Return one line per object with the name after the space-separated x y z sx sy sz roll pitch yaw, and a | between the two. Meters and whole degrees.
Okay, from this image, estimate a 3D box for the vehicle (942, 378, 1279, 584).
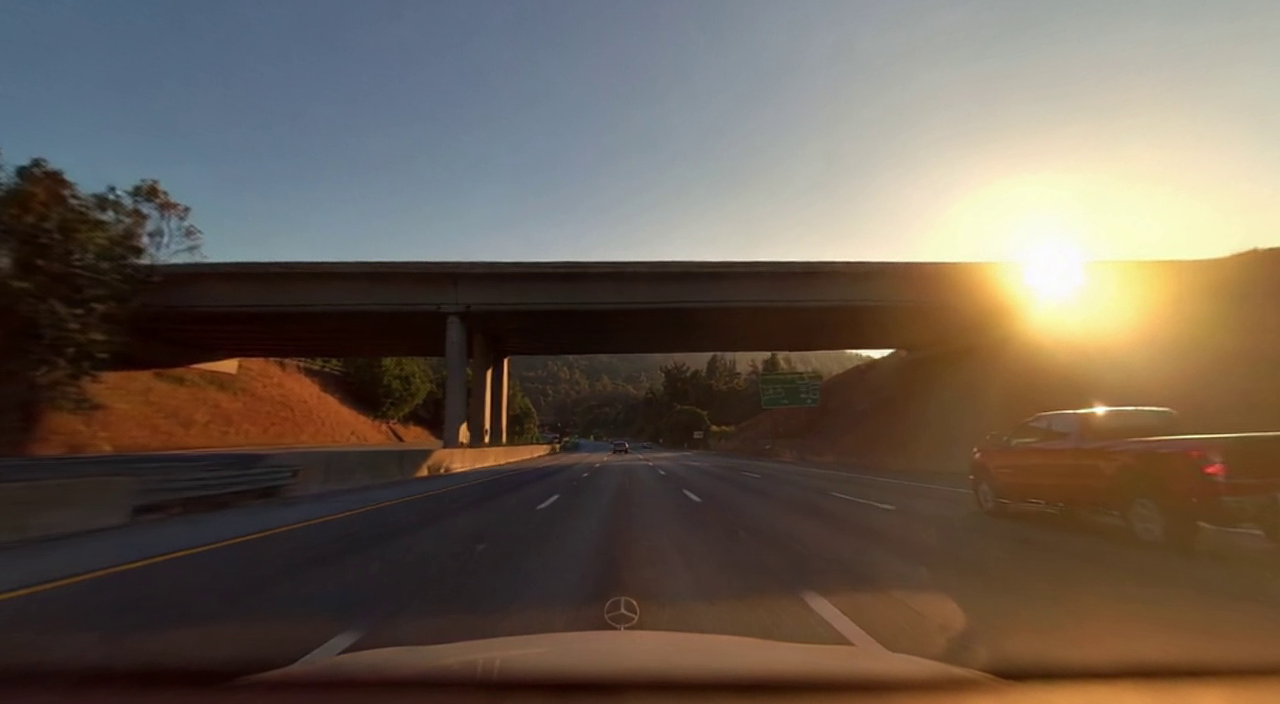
6.808 1.564 8.429 2.395 1.819 6.086 0 -9 -2 | vehicle
